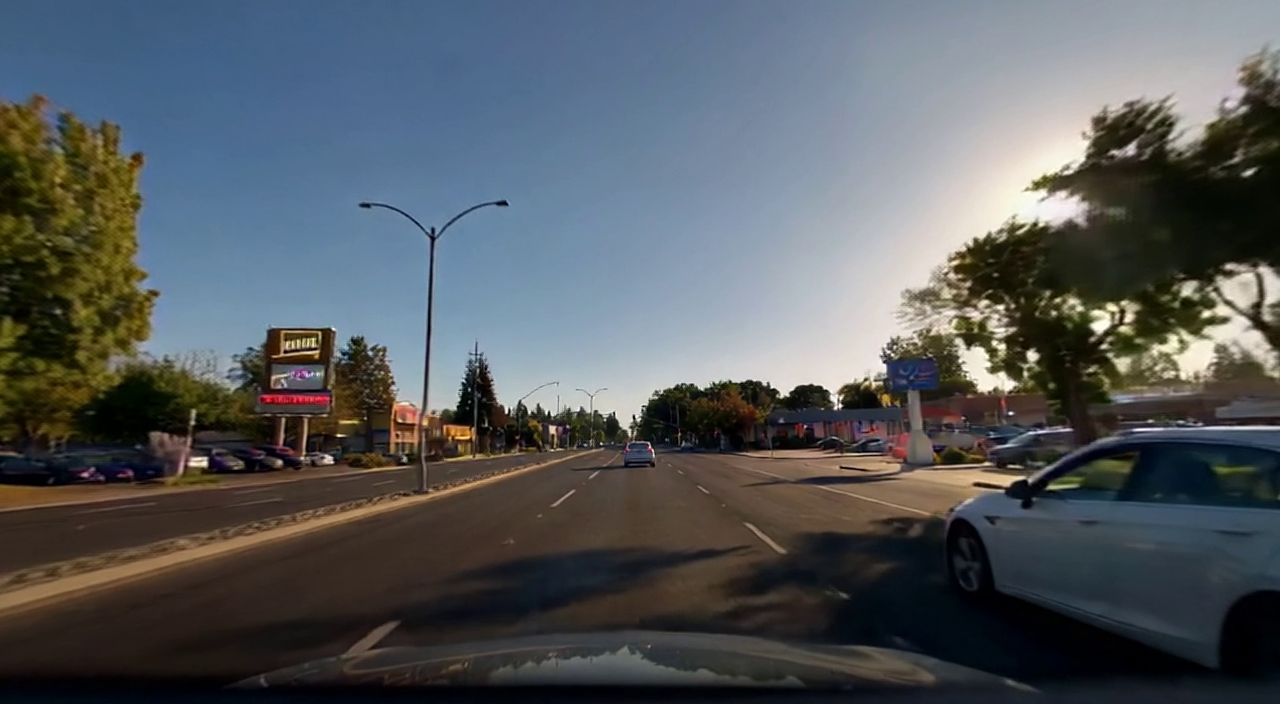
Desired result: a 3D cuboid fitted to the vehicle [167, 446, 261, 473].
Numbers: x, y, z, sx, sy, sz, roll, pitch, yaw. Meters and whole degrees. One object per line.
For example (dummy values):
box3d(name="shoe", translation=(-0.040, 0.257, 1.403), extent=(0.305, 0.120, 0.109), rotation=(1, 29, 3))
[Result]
box3d(name="vehicle", translation=(-27.264, 6.877, 40.386), extent=(4.519, 1.712, 1.932), rotation=(0, -9, 0))

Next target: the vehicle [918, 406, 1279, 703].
box3d(name="vehicle", translation=(3.839, 1.129, 3.767), extent=(2.153, 1.456, 4.705), rotation=(0, -9, -1))

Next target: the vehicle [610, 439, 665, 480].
box3d(name="vehicle", translation=(-0.127, 4.202, 24.824), extent=(1.998, 1.452, 3.773), rotation=(0, -9, -1))

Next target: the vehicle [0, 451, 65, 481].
box3d(name="vehicle", translation=(-32.720, 5.847, 32.526), extent=(1.950, 1.466, 4.704), rotation=(1, -9, -6))

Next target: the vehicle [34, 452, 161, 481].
box3d(name="vehicle", translation=(-27.512, 5.802, 32.029), extent=(4.644, 1.437, 1.827), rotation=(0, -9, -2))
